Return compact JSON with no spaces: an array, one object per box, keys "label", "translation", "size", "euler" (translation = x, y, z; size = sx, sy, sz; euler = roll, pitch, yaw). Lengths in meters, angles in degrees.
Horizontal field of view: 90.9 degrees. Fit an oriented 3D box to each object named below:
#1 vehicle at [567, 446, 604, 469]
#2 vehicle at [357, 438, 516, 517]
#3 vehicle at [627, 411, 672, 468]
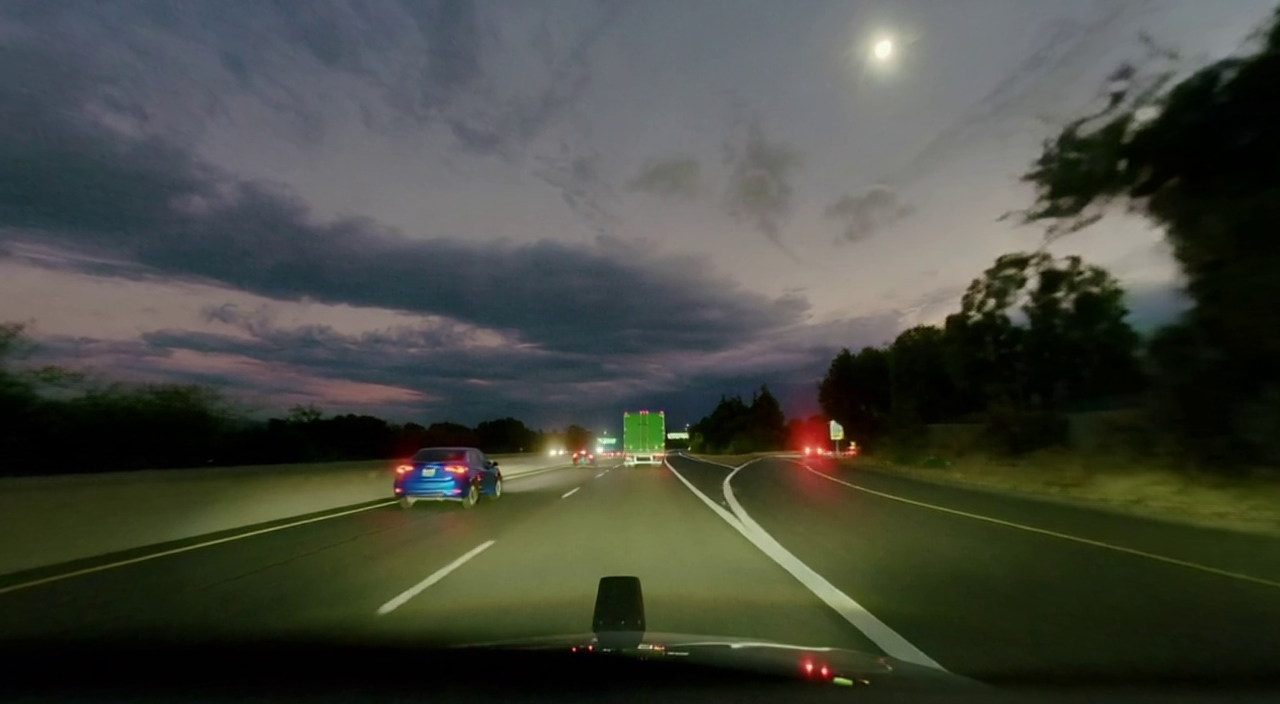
[{"label":"vehicle","translation":[-3.599,7.054,42.344],"size":[1.981,1.435,4.199],"euler":[0,-9,2]},{"label":"vehicle","translation":[-4.255,2.693,14.030],"size":[2.010,1.461,4.391],"euler":[0,-9,1]},{"label":"vehicle","translation":[0.678,6.256,44.635],"size":[2.893,3.628,9.081],"euler":[0,-9,1]}]
